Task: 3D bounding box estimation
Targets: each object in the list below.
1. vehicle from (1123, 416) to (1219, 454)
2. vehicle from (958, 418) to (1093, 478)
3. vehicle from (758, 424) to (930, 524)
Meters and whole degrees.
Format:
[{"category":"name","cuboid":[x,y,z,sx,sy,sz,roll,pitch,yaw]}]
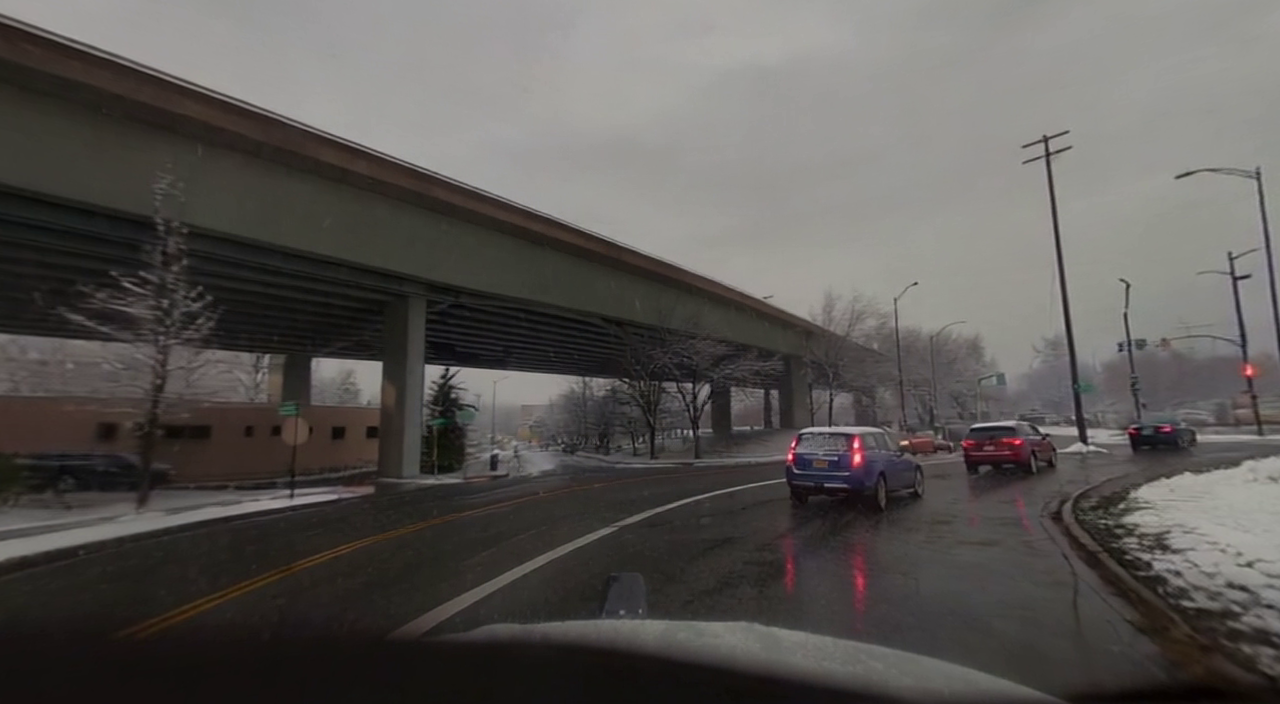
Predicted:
[{"category":"vehicle","cuboid":[25.842,4.062,30.742,4.310,1.762,1.995,4,-10,-28]},{"category":"vehicle","cuboid":[13.617,3.358,22.233,4.771,1.885,2.241,6,-10,-36]},{"category":"vehicle","cuboid":[4.247,2.310,12.607,2.087,1.578,4.652,-6,-10,32]}]
